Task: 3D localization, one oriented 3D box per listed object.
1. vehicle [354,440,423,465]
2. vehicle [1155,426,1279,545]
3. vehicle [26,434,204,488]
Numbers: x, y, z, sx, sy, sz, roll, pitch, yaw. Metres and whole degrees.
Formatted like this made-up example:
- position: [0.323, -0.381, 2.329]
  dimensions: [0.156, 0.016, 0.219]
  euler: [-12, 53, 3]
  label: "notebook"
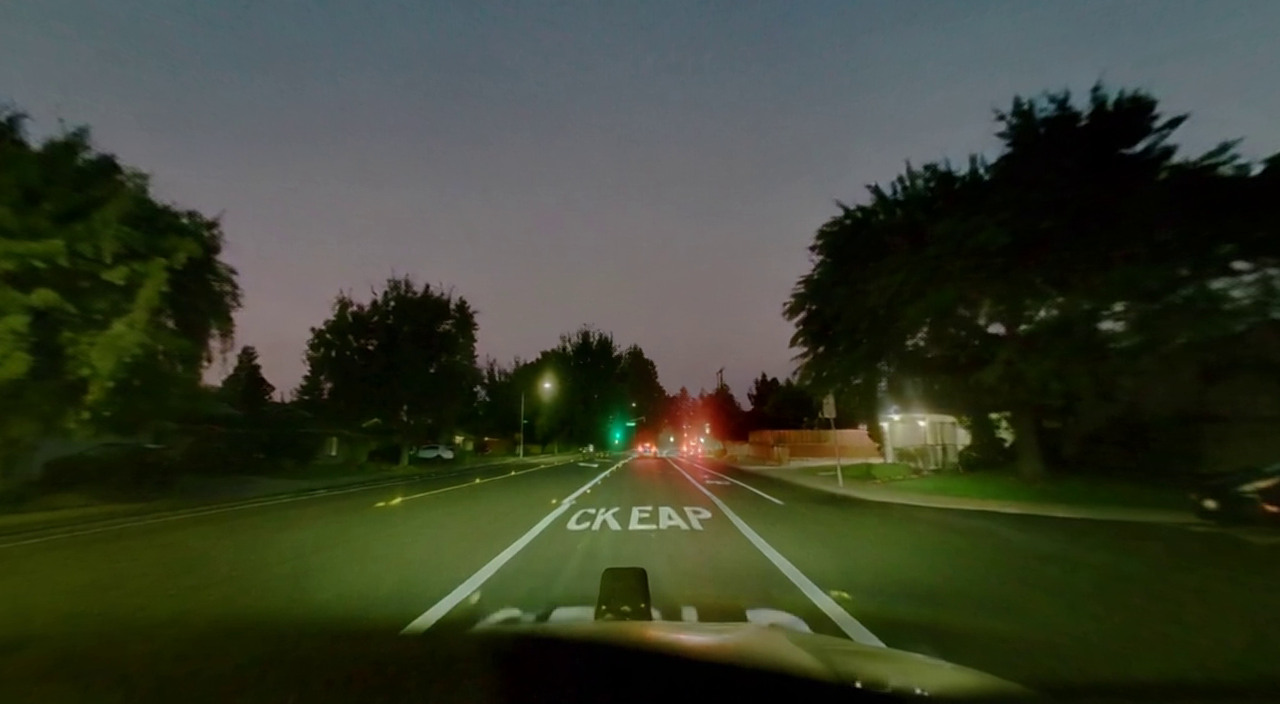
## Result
- position: [-18.887, 7.546, 47.353]
  dimensions: [4.372, 1.745, 2.017]
  euler: [6, -10, -35]
  label: "vehicle"
- position: [10.728, 1.832, 8.871]
  dimensions: [4.818, 1.525, 2.163]
  euler: [-1, -9, 10]
  label: "vehicle"
- position: [-19.219, 3.994, 23.265]
  dimensions: [4.630, 1.896, 2.092]
  euler: [0, -9, 0]
  label: "vehicle"
